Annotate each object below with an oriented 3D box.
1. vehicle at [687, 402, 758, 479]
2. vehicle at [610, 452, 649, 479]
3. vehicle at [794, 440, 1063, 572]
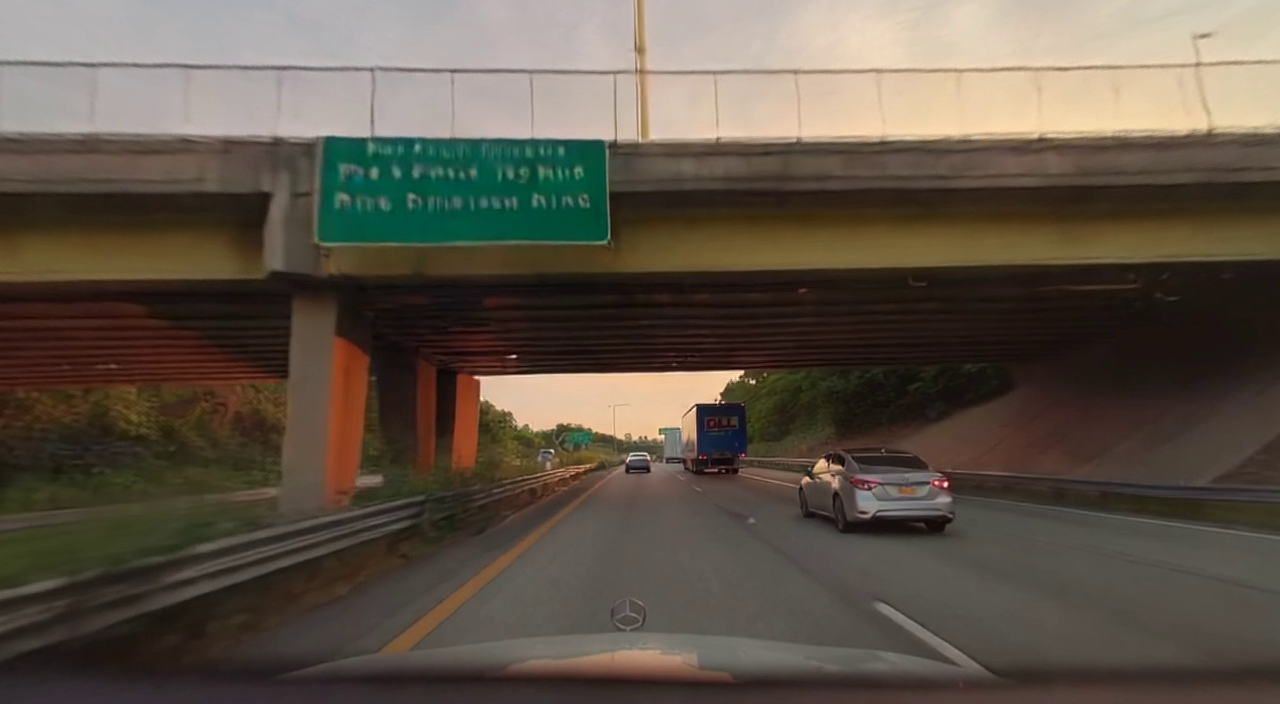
[{"bbox_3d":[4.632,5.280,37.208,2.838,3.985,8.010,0,-9,-1],"label":"vehicle"},{"bbox_3d":[-0.573,6.438,35.949,2.055,1.445,3.661,0,-9,0],"label":"vehicle"},{"bbox_3d":[3.783,2.066,9.248,1.894,1.452,4.164,0,-9,-1],"label":"vehicle"}]
